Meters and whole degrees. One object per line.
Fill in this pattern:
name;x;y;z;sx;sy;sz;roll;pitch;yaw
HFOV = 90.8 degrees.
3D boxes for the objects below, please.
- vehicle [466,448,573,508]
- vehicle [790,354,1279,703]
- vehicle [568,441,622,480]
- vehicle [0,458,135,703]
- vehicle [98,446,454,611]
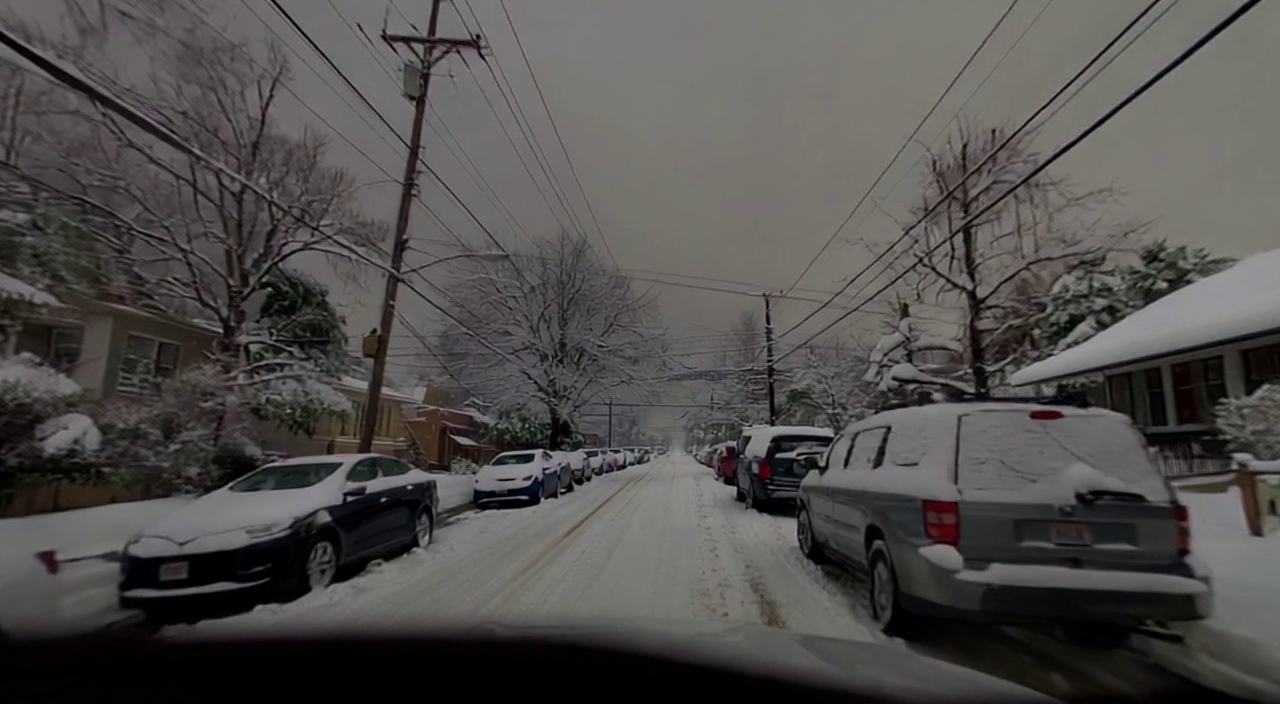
vehicle;-3.425;3.672;18.989;1.988;1.541;4.686;-1;-8;4
vehicle;2.717;1.276;5.437;1.992;1.853;4.704;-1;-8;4
vehicle;-2.350;5.855;34.394;2.280;1.953;5.092;-1;-8;3
vehicle;-4.582;1.130;2.164;1.932;1.431;4.198;-1;-8;7
vehicle;-4.175;2.014;8.272;1.796;1.532;4.244;-1;-8;6
